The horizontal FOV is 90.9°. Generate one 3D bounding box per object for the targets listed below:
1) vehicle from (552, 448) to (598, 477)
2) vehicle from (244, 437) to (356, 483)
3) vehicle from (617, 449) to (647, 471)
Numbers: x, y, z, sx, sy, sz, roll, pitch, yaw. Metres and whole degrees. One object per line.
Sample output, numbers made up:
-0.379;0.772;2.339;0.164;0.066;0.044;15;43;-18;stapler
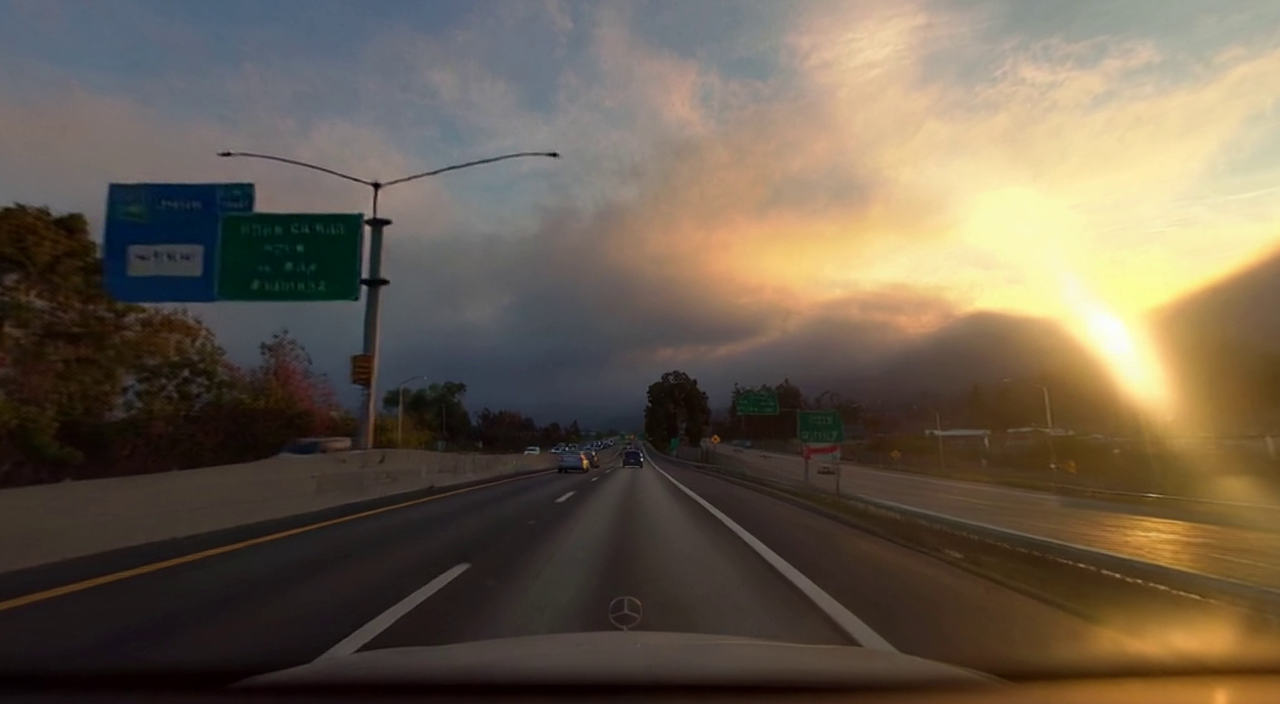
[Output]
-3.617;6.204;35.805;2.067;1.509;4.551;0;-8;0;vehicle
-14.038;4.470;26.455;1.813;1.728;5.143;0;-8;0;vehicle
-0.576;7.777;45.656;2.100;1.471;3.956;0;-8;0;vehicle
